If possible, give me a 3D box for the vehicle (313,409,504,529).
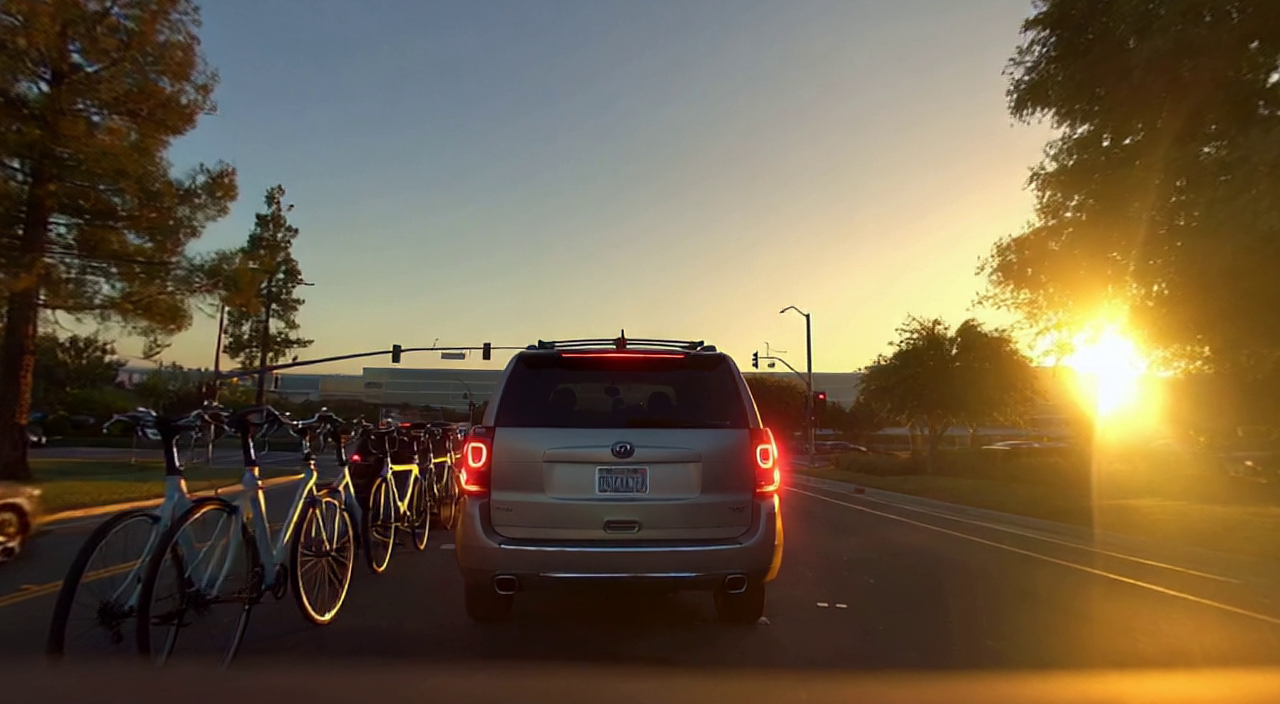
[{"bbox_3d":[-4.205,2.232,12.659,2.337,1.858,5.409,1,-9,-7],"label":"vehicle"}]

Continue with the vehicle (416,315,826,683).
[{"bbox_3d":[-0.246,1.157,6.005,2.333,2.087,4.586,0,-8,-4],"label":"vehicle"}]
